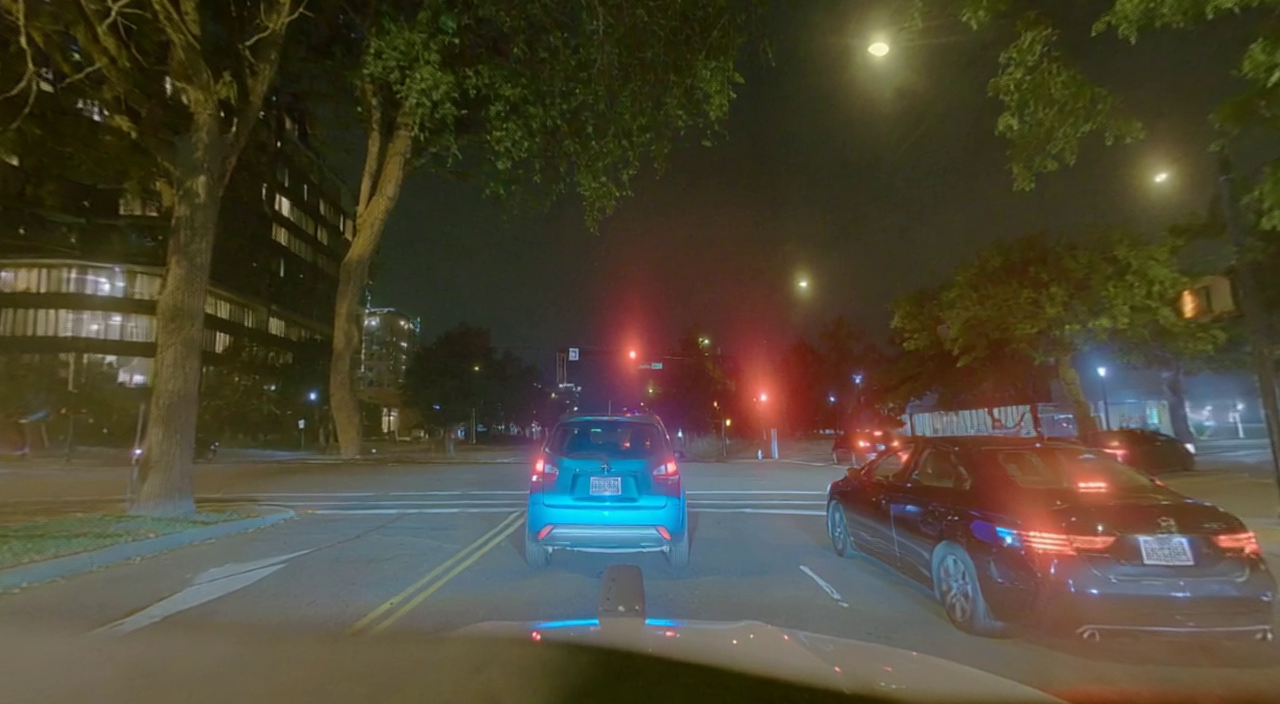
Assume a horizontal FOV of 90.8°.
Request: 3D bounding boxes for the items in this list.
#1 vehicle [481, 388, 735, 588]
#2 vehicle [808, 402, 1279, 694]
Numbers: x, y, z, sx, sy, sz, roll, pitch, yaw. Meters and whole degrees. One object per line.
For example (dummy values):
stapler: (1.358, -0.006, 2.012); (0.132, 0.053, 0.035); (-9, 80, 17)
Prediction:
vehicle: (-0.342, 1.521, 7.801); (2.247, 1.760, 4.231); (0, -9, -2)
vehicle: (3.170, 1.405, 5.793); (1.932, 1.562, 4.629); (0, -9, -1)
